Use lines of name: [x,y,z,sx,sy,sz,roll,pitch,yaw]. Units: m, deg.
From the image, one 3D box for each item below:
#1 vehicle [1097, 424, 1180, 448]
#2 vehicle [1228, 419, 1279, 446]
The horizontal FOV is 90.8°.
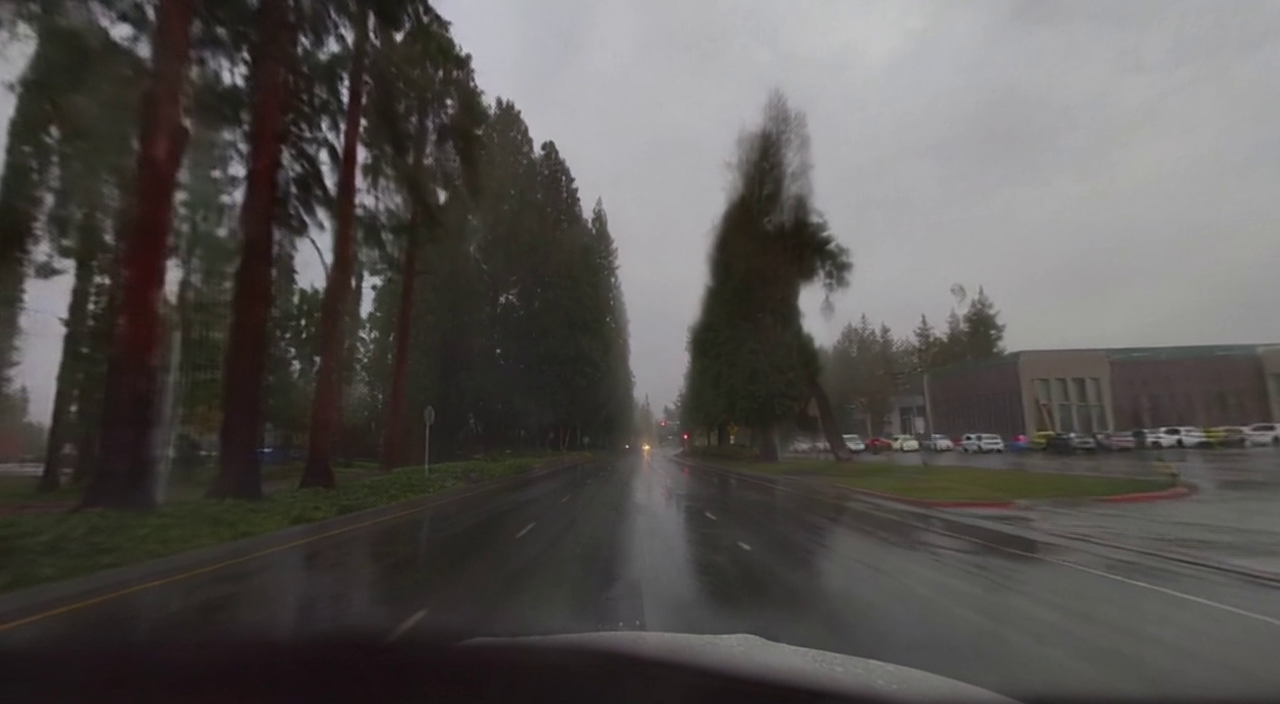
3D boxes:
vehicle: [33.853,5.763,43.054,1.850,1.490,4.701,0,-9,1]
vehicle: [44.509,5.656,44.159,1.929,1.842,4.959,0,-9,-1]
